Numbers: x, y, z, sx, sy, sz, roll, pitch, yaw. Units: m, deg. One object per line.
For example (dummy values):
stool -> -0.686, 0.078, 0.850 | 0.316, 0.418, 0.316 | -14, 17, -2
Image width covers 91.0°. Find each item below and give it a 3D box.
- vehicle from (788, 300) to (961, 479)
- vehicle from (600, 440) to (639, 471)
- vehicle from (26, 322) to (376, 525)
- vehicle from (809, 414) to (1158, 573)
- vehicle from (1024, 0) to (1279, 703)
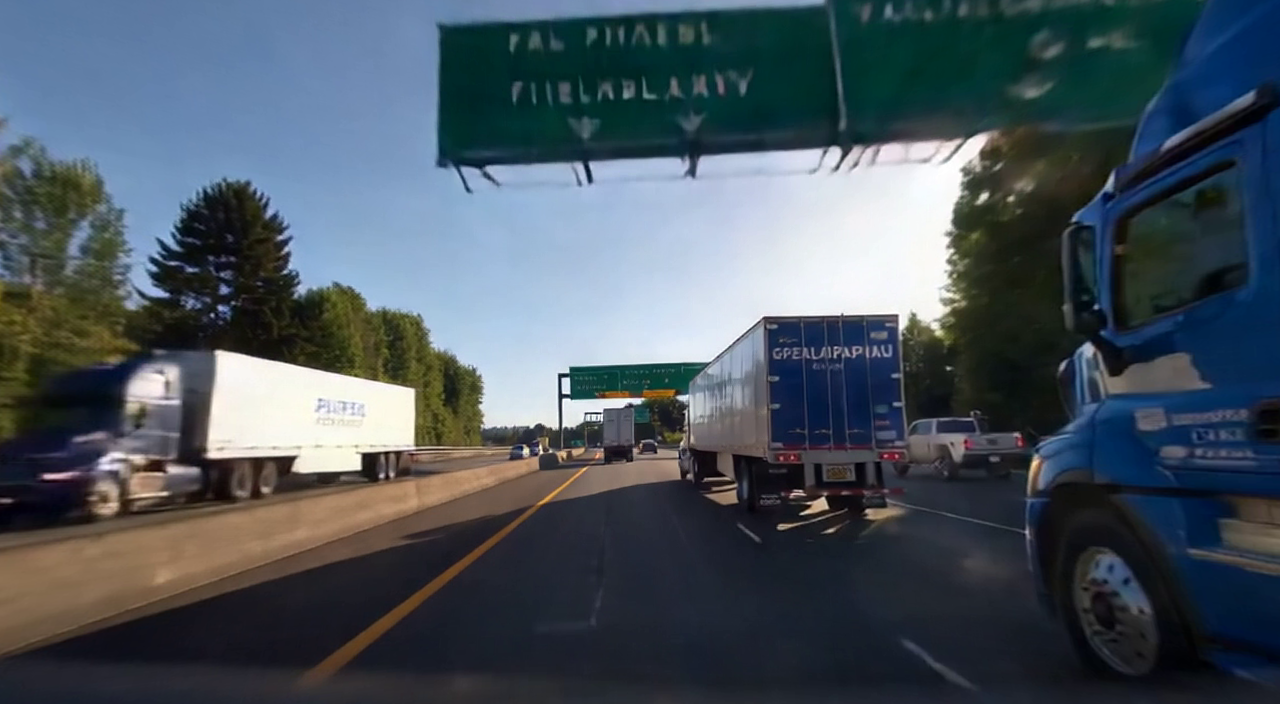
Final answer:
vehicle -> 4.217, 0.751, 11.743 | 2.244, 3.047, 2.035 | 0, -8, -2
vehicle -> -1.051, 5.362, 32.850 | 1.943, 1.491, 3.459 | 0, -8, -1
vehicle -> -12.650, 2.472, 20.702 | 2.972, 4.669, 12.286 | 0, -8, -2
vehicle -> 4.515, 1.654, 8.197 | 4.253, 1.543, 2.045 | 4, -9, -32
vehicle -> 4.017, -0.285, 0.838 | 2.951, 3.857, 5.902 | 0, -8, -2
